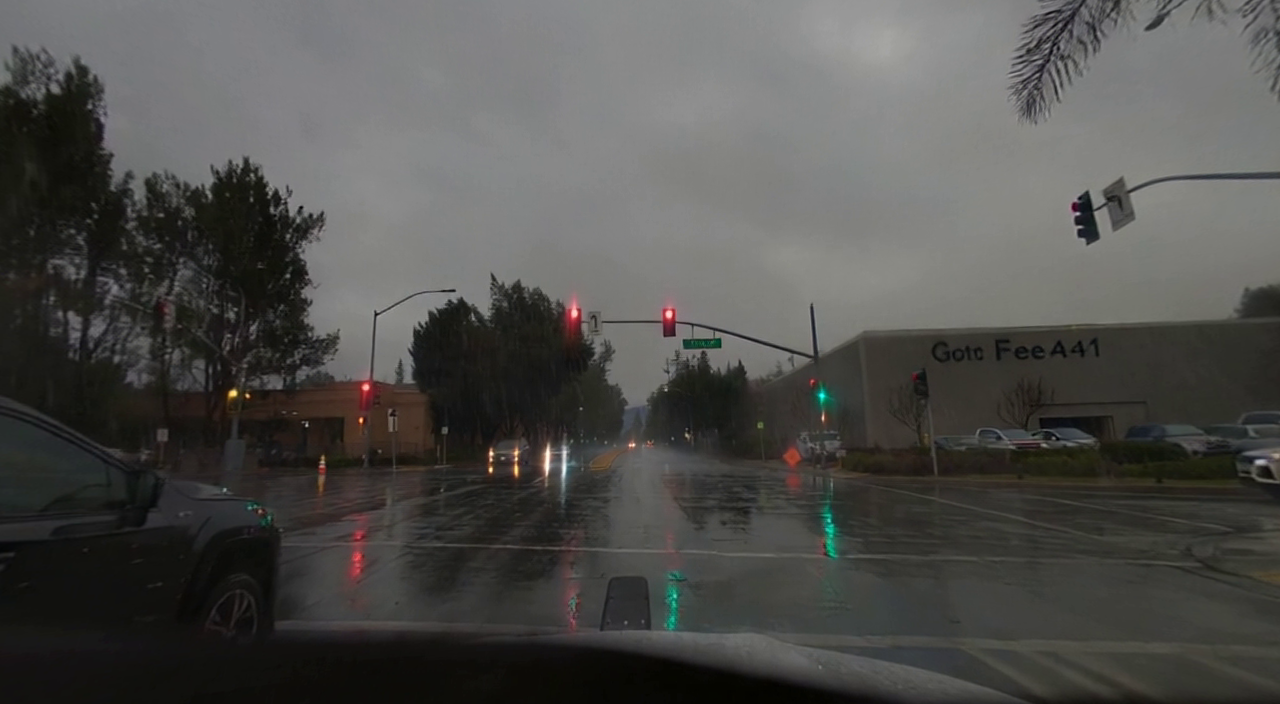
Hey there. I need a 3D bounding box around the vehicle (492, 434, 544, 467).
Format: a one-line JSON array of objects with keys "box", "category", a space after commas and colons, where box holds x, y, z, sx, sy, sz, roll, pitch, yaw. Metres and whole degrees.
[{"box": [-7.165, 5.854, 37.469, 2.081, 1.818, 4.782, 0, -8, 1], "category": "vehicle"}]

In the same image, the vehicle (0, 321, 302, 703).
[{"box": [-3.472, 0.758, 2.273, 2.000, 1.789, 4.638, 0, -8, -2], "category": "vehicle"}]

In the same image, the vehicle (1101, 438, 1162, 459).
[{"box": [38.485, 7.554, 49.493, 1.837, 1.514, 4.786, -2, -9, 13], "category": "vehicle"}]

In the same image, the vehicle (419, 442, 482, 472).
[{"box": [-10.634, 5.913, 35.717, 2.041, 1.548, 4.868, 0, -8, 0], "category": "vehicle"}]

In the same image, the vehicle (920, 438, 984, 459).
[{"box": [21.486, 6.651, 43.385, 3.576, 1.425, 1.702, 2, -9, -12], "category": "vehicle"}]

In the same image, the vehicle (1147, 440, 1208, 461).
[{"box": [41.165, 7.597, 48.357, 1.767, 1.456, 4.191, -5, -11, 15], "category": "vehicle"}]
